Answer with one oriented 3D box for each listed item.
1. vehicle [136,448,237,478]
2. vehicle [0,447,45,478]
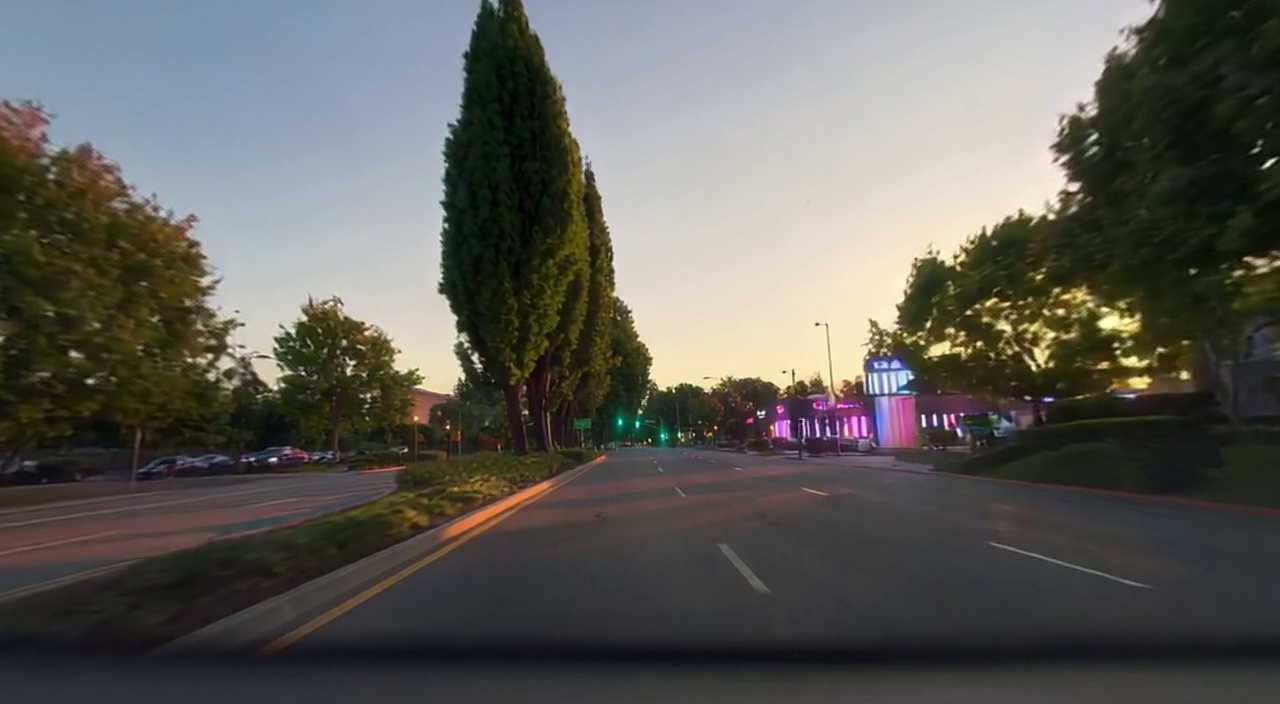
[{"bbox_3d":[-28.345,6.940,39.724,4.922,1.511,1.959,1,-8,-28],"label":"vehicle"},{"bbox_3d":[-41.528,7.203,41.611,4.997,1.912,2.111,-6,-10,33],"label":"vehicle"}]
